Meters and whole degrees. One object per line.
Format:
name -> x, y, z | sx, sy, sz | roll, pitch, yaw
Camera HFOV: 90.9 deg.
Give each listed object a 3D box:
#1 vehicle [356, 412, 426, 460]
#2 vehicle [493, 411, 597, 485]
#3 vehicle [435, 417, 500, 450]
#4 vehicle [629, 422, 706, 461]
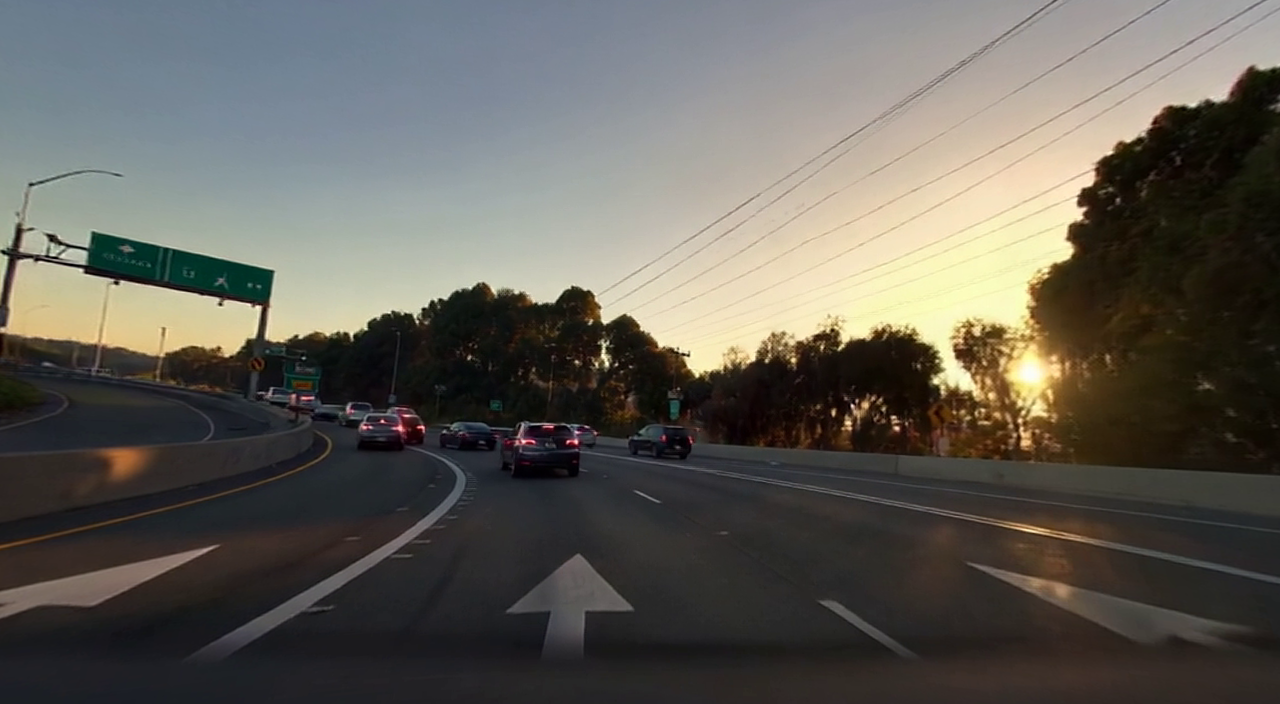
vehicle -> -8.877, 3.011, 22.342 | 2.033, 1.501, 4.623 | 4, -9, -23
vehicle -> -2.718, 2.604, 17.176 | 2.140, 1.724, 4.304 | 3, -9, -17
vehicle -> -8.272, 3.927, 30.012 | 1.832, 1.473, 4.364 | 5, -10, -31
vehicle -> 1.286, 4.572, 32.044 | 2.079, 1.807, 4.682 | 3, -9, -22
